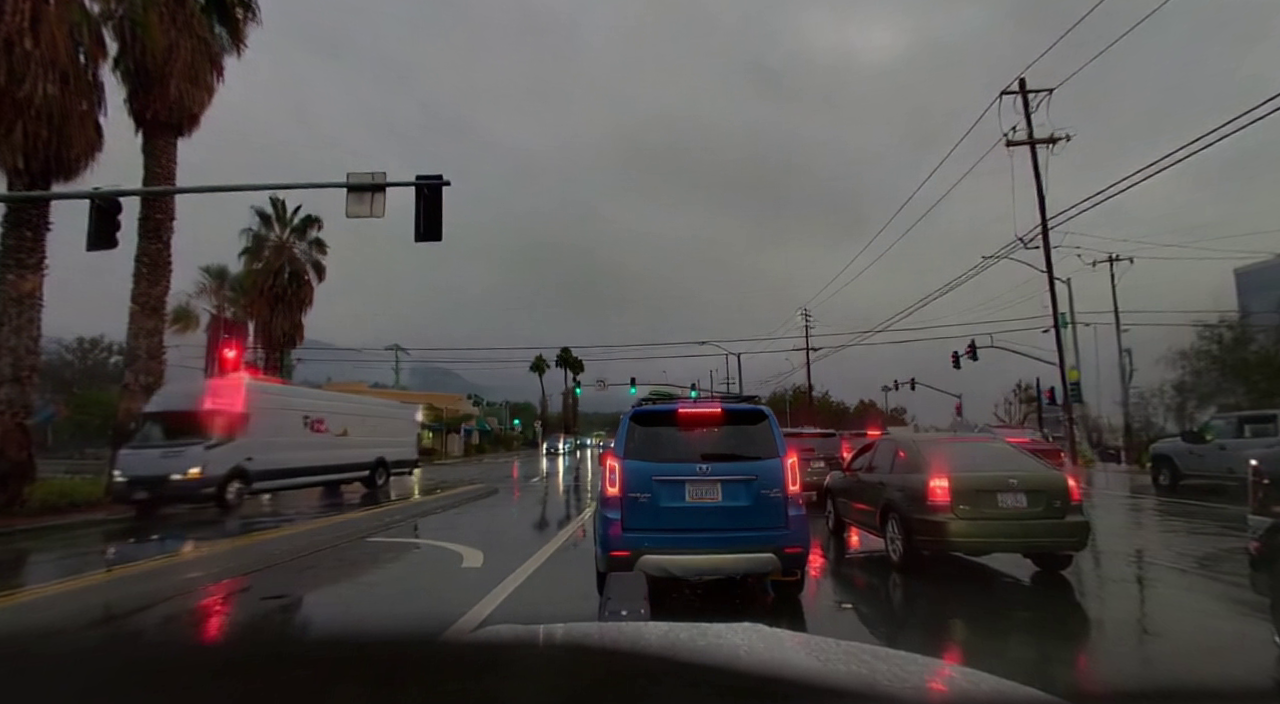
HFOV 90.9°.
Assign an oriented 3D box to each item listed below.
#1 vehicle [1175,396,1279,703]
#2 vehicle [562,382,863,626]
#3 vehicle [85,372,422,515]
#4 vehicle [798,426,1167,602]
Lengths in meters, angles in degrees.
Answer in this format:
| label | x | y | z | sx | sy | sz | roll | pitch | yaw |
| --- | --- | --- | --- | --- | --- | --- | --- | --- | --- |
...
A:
| label | x | y | z | sx | sy | sz | roll | pitch | yaw |
| --- | --- | --- | --- | --- | --- | --- | --- | --- | --- |
| vehicle | 3.365 | 0.651 | 0.664 | 1.805 | 1.485 | 4.348 | 0 | -9 | 1 |
| vehicle | 0.461 | 1.438 | 6.880 | 2.228 | 1.780 | 4.269 | 0 | -9 | -2 |
| vehicle | -12.764 | 3.367 | 23.190 | 2.973 | 3.889 | 11.535 | -2 | -9 | 14 |
| vehicle | 3.440 | 1.686 | 7.503 | 1.895 | 1.456 | 4.255 | 0 | -9 | -2 |
